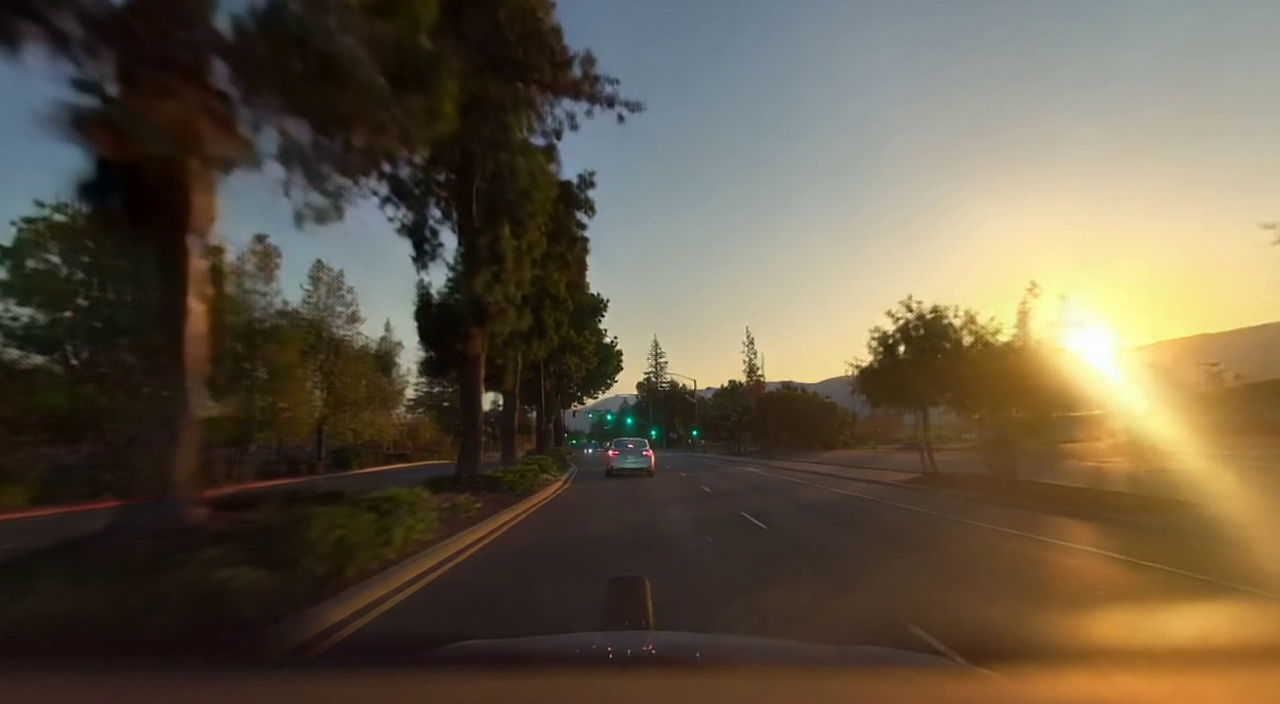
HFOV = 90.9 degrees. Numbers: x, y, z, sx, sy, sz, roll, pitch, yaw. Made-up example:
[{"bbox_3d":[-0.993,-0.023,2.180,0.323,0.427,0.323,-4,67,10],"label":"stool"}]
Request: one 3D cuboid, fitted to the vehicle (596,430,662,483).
[{"bbox_3d":[-0.402,3.811,23.195,2.192,1.734,4.176,0,-8,-1],"label":"vehicle"}]
